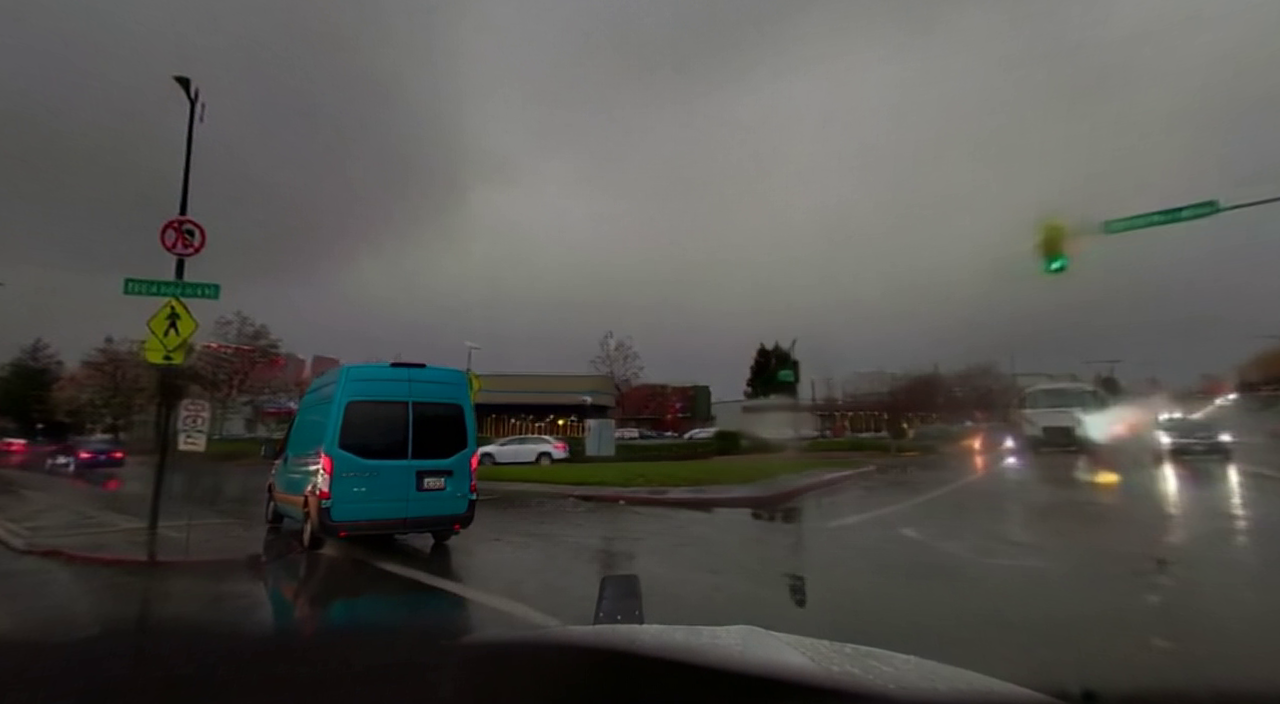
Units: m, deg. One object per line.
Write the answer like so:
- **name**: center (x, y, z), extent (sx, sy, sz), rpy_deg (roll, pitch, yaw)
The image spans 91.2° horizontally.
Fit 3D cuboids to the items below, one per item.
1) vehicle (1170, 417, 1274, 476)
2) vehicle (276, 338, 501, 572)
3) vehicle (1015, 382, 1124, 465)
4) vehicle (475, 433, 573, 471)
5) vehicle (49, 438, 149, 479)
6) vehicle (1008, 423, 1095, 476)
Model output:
- **vehicle**: center (17.849, 2.922, 19.411), extent (1.948, 1.613, 3.879), rpy_deg (-7, -10, 38)
- **vehicle**: center (-4.370, 1.575, 10.147), extent (2.432, 2.624, 5.670), rpy_deg (5, -10, -30)
- **vehicle**: center (21.605, 3.687, 30.989), extent (3.158, 3.294, 13.584), rpy_deg (-6, -10, 38)
- **vehicle**: center (-5.095, 4.435, 27.883), extent (4.109, 1.592, 2.008), rpy_deg (1, -9, -8)
- **vehicle**: center (-22.164, 4.303, 25.607), extent (4.457, 1.533, 1.933), rpy_deg (-6, -10, 35)
- **vehicle**: center (14.140, 3.297, 21.417), extent (2.017, 1.599, 4.436), rpy_deg (-7, -10, 37)
